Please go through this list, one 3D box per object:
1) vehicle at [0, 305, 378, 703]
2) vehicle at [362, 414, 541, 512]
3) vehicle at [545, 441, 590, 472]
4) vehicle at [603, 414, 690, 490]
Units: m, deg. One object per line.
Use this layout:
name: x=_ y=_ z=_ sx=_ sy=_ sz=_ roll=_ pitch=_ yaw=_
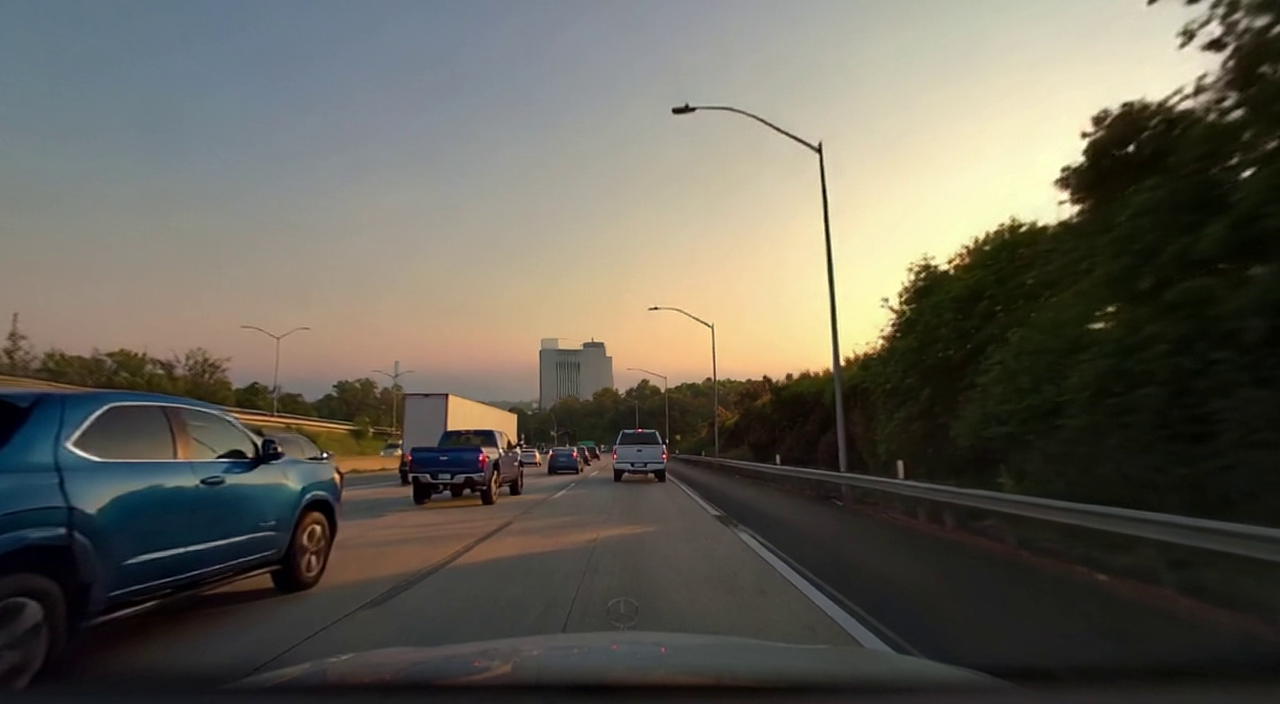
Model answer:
vehicle: x=-3.548 y=0.866 z=3.080 sx=2.303 sy=1.835 sz=5.044 roll=0 pitch=-9 yaw=1
vehicle: x=-4.251 y=2.684 z=15.676 sx=2.575 sy=1.958 sz=5.730 roll=-1 pitch=-9 yaw=1
vehicle: x=-4.687 y=6.862 z=41.576 sx=2.329 sy=1.859 sz=4.823 roll=0 pitch=-9 yaw=0
vehicle: x=0.098 y=3.904 z=24.816 sx=2.886 sy=2.471 sz=7.692 roll=0 pitch=-9 yaw=-2
